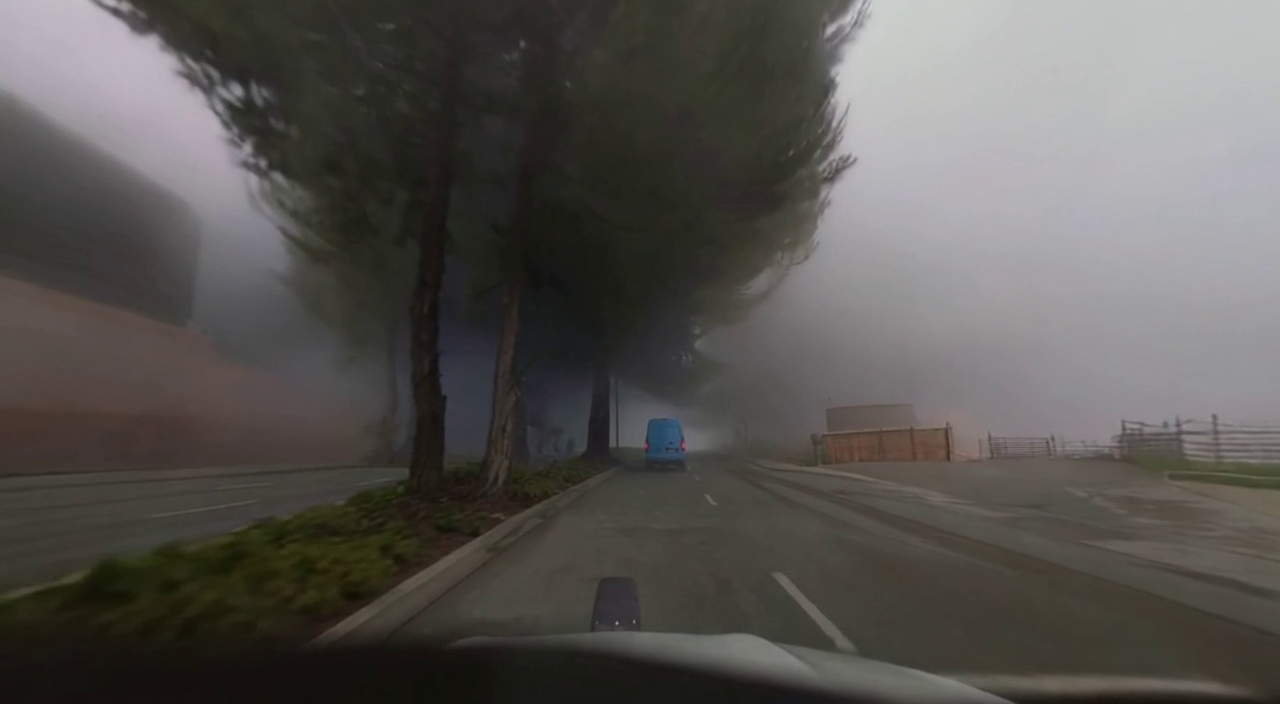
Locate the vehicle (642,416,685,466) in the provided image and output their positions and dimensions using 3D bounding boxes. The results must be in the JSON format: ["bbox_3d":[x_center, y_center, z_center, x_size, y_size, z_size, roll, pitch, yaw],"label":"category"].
[{"bbox_3d":[1.507,5.424,38.412,2.435,2.816,5.232,0,-8,3],"label":"vehicle"}]

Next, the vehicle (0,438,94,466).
[{"bbox_3d":[-42.194,6.984,44.383,1.906,1.850,5.120,-5,-9,32],"label":"vehicle"}]
